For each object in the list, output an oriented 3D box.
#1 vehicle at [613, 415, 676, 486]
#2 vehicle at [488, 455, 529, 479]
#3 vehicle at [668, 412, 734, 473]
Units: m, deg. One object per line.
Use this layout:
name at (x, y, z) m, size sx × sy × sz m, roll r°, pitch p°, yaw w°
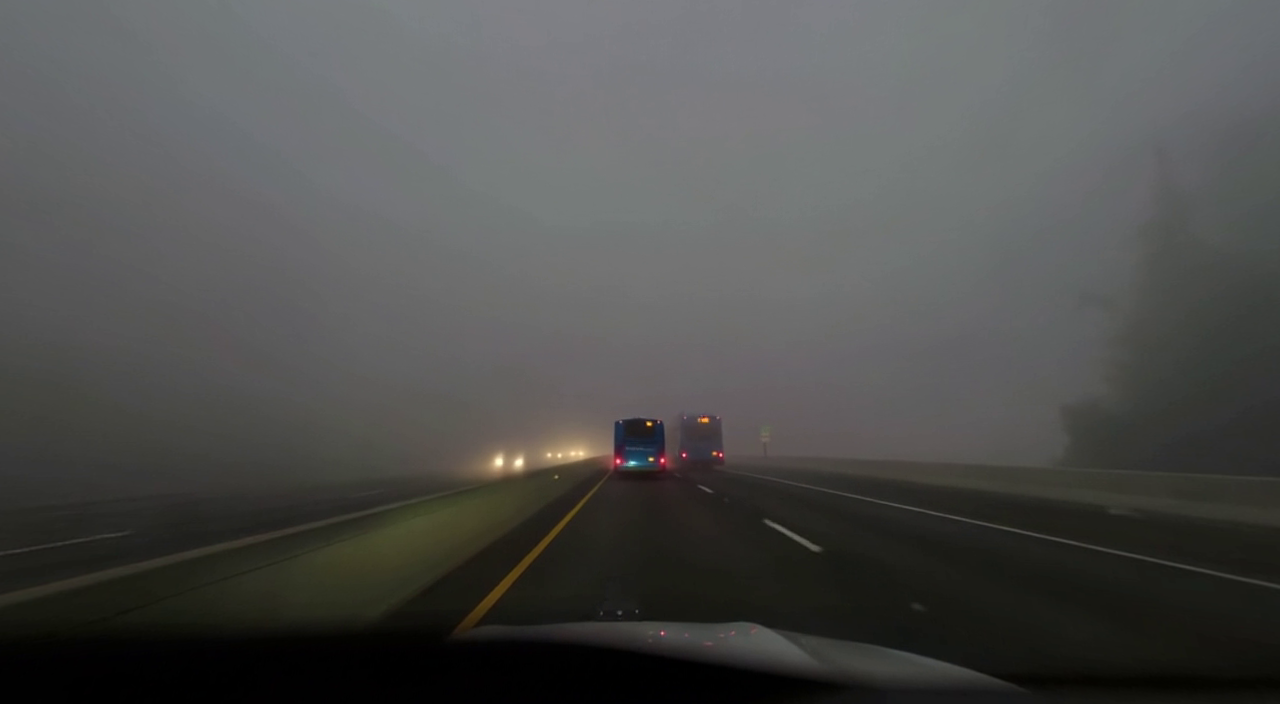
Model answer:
vehicle at (0.072, 4.218, 26.836) m, size 2.414 × 2.675 × 5.574 m, roll 0°, pitch -9°, yaw -2°
vehicle at (-9.063, 7.921, 43.407) m, size 1.893 × 1.482 × 4.464 m, roll 0°, pitch -9°, yaw 0°
vehicle at (4.032, 6.560, 44.921) m, size 3.074 × 3.668 × 12.805 m, roll 0°, pitch -9°, yaw -2°
